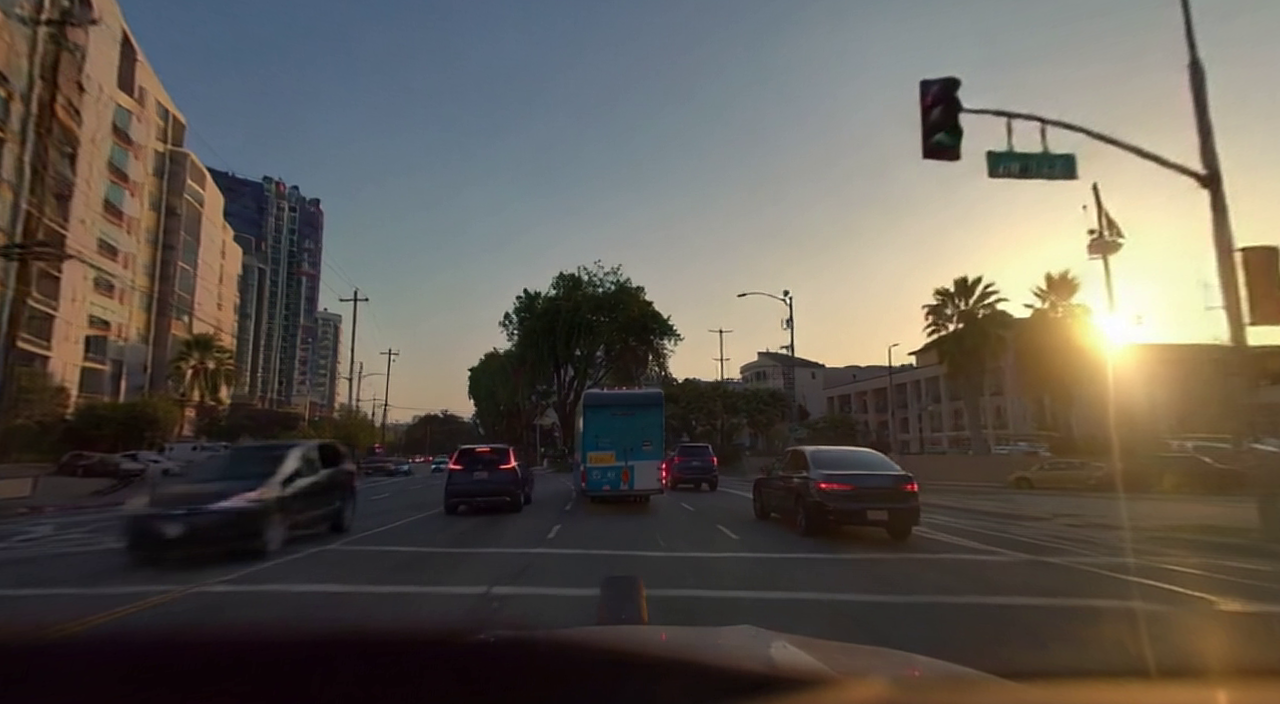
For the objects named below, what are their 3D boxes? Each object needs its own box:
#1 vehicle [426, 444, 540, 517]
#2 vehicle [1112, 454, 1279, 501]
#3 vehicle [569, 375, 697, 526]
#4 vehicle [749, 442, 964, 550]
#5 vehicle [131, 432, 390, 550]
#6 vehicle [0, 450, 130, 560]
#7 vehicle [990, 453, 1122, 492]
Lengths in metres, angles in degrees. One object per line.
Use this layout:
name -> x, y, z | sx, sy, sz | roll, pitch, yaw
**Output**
vehicle -> -3.797, 3.139, 16.000 | 2.033, 1.555, 4.408 | 0, -9, -4
vehicle -> 21.227, 4.711, 24.007 | 1.819, 1.498, 4.664 | 4, -9, -26
vehicle -> -0.455, 2.373, 15.496 | 2.517, 2.926, 6.177 | 1, -9, -6
vehicle -> 3.519, 2.411, 11.361 | 1.978, 1.507, 4.636 | 0, -9, -4
vehicle -> -6.419, 2.356, 11.408 | 2.165, 1.690, 4.322 | 0, -9, -3
vehicle -> -9.863, 2.166, 8.869 | 1.873, 1.510, 4.151 | 0, -8, -2
vehicle -> 18.914, 5.445, 28.805 | 1.942, 1.583, 4.579 | 4, -9, -24
